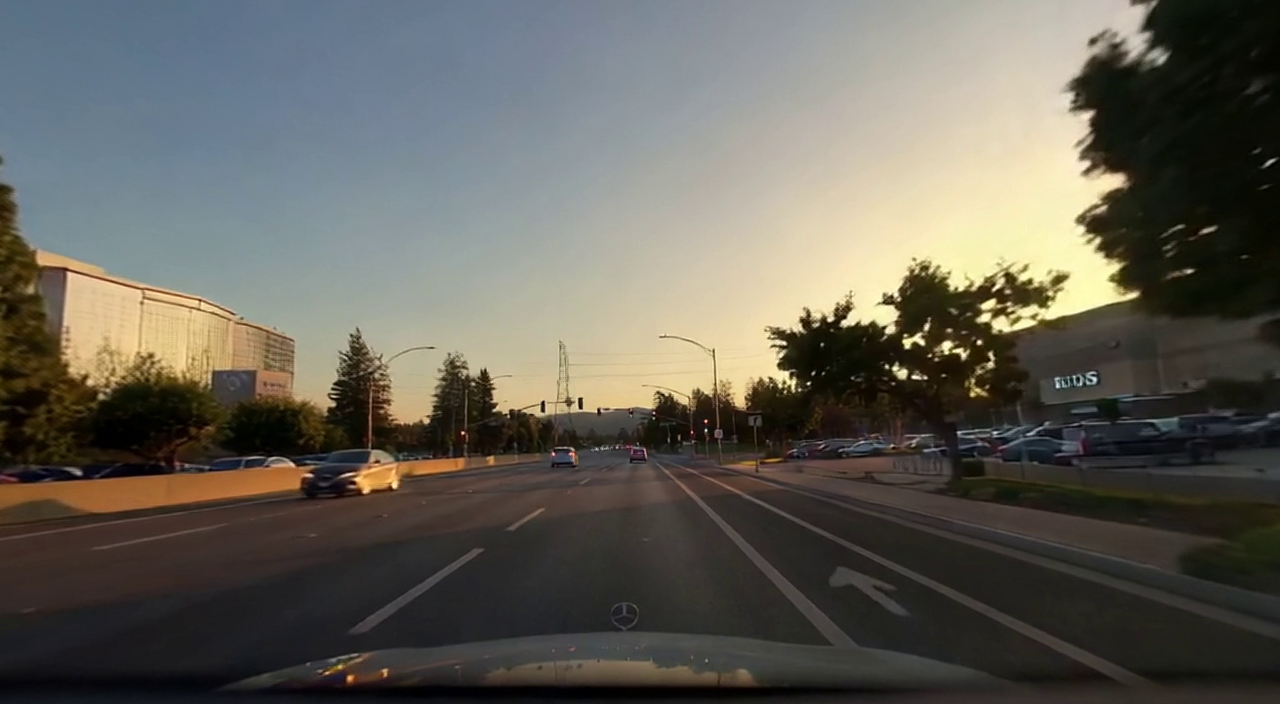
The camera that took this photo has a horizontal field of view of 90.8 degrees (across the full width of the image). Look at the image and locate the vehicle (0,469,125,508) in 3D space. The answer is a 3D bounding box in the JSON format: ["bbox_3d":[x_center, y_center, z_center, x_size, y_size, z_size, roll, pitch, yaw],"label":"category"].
[{"bbox_3d":[-25.040,5.807,27.024,4.410,1.477,1.838,-1,-9,1],"label":"vehicle"}]

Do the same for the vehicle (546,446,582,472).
[{"bbox_3d":[-4.430,6.311,37.434,1.928,1.451,4.219,0,-9,-4],"label":"vehicle"}]

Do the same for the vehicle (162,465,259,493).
[{"bbox_3d":[-25.152,7.429,37.096,4.217,1.466,1.999,0,-9,0],"label":"vehicle"}]

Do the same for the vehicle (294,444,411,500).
[{"bbox_3d":[-9.902,4.139,22.209,1.971,1.744,4.399,0,-9,1],"label":"vehicle"}]

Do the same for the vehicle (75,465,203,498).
[{"bbox_3d":[-25.382,6.541,32.111,4.756,1.501,2.023,0,-9,0],"label":"vehicle"}]

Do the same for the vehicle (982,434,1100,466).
[{"bbox_3d":[19.708,4.852,31.205,4.505,1.481,1.870,0,-9,0],"label":"vehicle"}]

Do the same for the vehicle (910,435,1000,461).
[{"bbox_3d":[19.109,5.833,38.438,4.481,1.482,1.814,0,-9,-2],"label":"vehicle"}]
